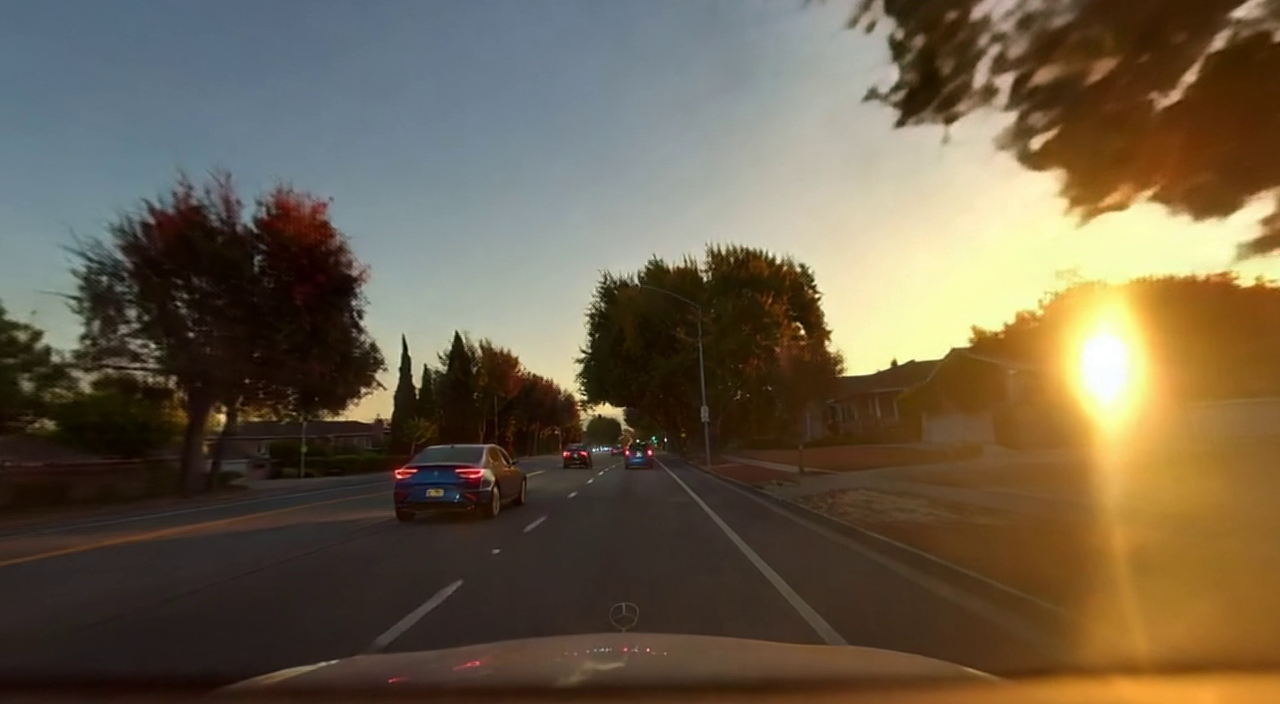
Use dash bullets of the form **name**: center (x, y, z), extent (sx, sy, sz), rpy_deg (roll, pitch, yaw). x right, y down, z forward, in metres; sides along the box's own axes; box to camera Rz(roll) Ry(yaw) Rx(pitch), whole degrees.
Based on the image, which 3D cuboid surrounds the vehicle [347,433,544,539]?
- **vehicle**: center (-3.079, 2.226, 11.114), extent (2.030, 1.467, 4.403), rpy_deg (0, -9, 1)

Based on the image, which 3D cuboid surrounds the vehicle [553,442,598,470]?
- **vehicle**: center (-3.617, 5.886, 35.831), extent (2.114, 1.500, 3.912), rpy_deg (0, -9, 0)

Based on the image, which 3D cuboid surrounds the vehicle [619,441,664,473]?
- **vehicle**: center (0.052, 5.096, 30.723), extent (2.065, 1.456, 4.099), rpy_deg (0, -9, 0)
